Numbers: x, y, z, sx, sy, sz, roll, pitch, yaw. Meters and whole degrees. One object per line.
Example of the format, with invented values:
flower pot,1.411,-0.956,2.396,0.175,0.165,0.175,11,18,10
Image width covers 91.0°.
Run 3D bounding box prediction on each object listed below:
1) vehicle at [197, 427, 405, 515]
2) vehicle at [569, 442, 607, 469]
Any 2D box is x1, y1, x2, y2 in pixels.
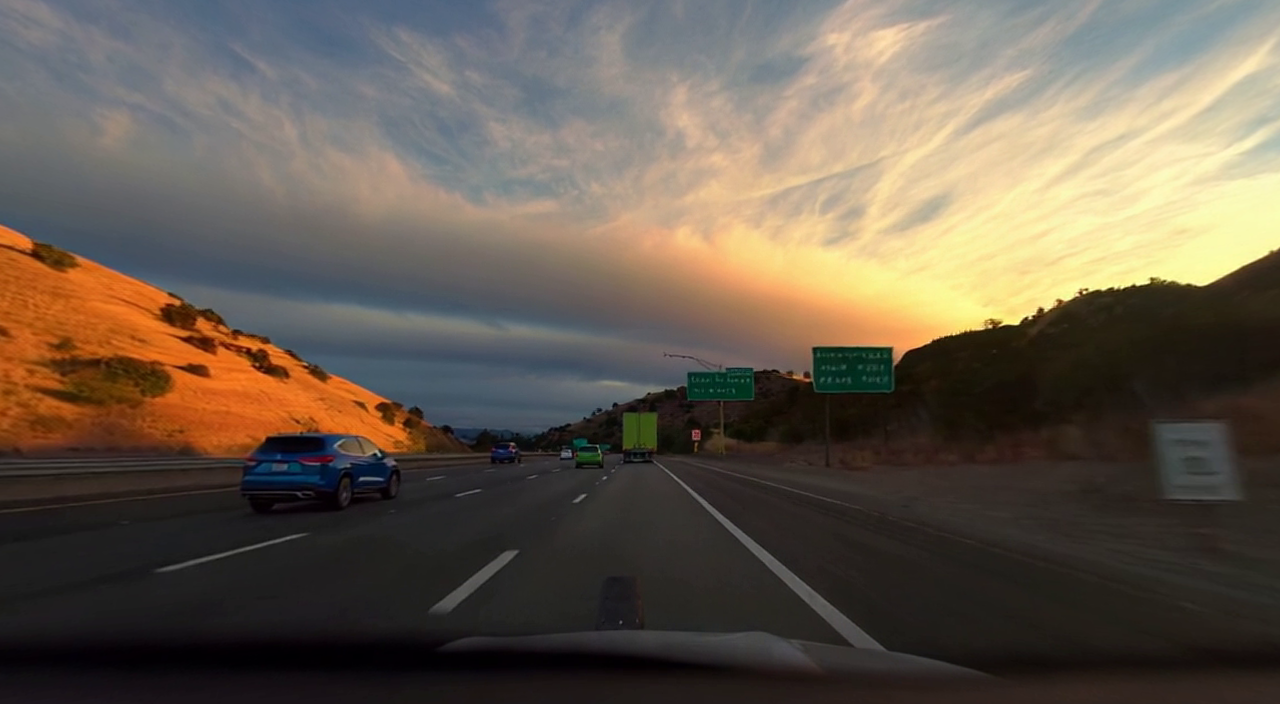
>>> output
vehicle,-7.483,2.668,14.660,2.098,1.678,4.822,0,-9,0
vehicle,-3.540,7.130,43.601,2.194,1.725,4.698,1,-9,0
